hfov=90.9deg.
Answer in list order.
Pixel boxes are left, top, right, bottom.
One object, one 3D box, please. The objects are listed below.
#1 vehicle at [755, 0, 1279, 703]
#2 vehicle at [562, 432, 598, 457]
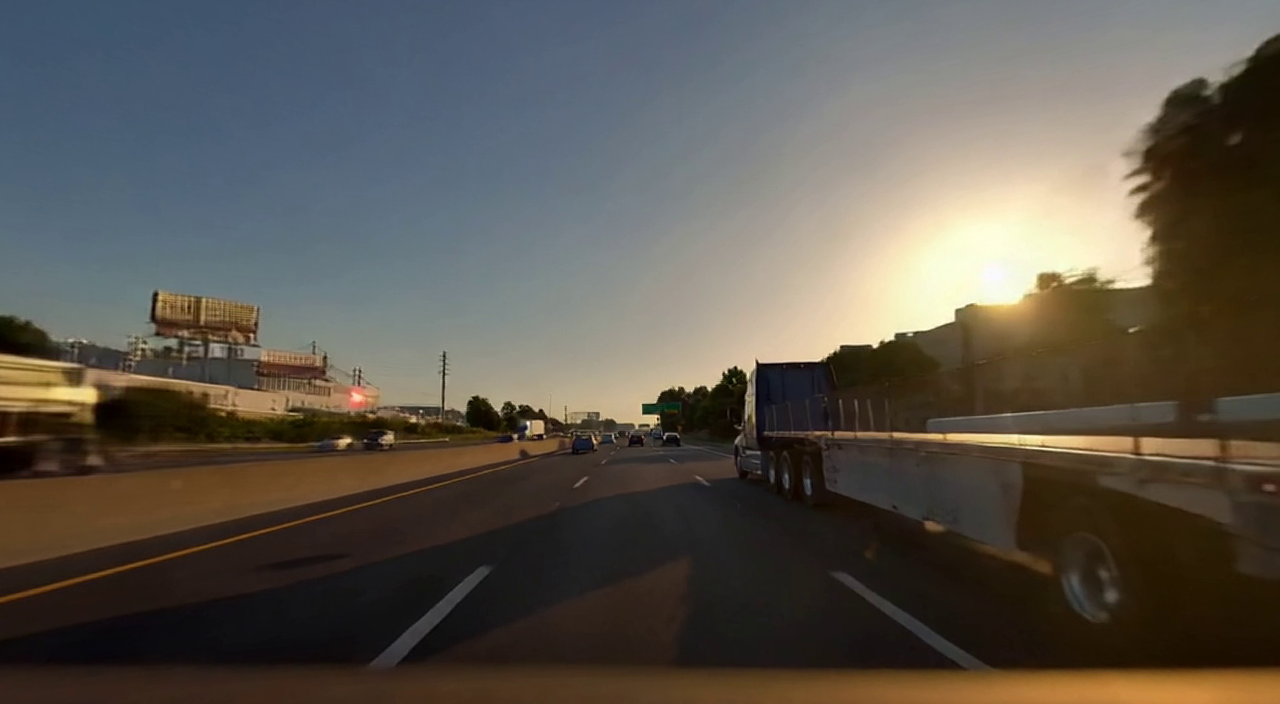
[{"bbox_3d":[3.871,0.269,6.540,2.871,3.815,11.331,0,-8,-2],"label":"vehicle"},{"bbox_3d":[-3.685,5.733,39.133,1.930,1.484,3.849,0,-8,-1],"label":"vehicle"}]
